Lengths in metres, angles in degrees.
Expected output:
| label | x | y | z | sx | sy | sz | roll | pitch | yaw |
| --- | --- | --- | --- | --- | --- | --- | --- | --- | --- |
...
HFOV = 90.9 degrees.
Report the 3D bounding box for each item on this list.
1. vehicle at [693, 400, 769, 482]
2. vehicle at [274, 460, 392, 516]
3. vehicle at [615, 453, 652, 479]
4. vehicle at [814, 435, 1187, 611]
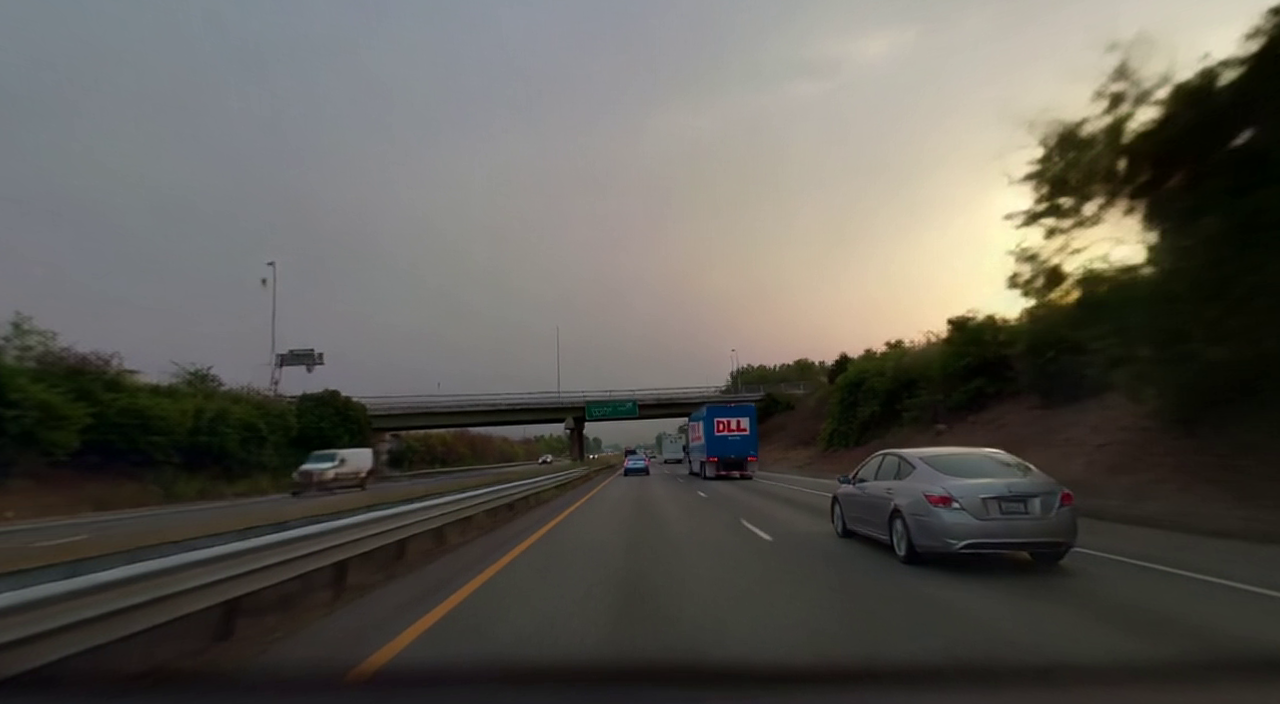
| label | x | y | z | sx | sy | sz | roll | pitch | yaw |
| --- | --- | --- | --- | --- | --- | --- | --- | --- | --- |
| vehicle | 4.797 | 4.959 | 34.894 | 2.838 | 3.985 | 8.010 | 0 | -9 | -1 |
| vehicle | -8.990 | 3.968 | 18.776 | 1.728 | 1.425 | 3.494 | 0 | -9 | 0 |
| vehicle | -0.369 | 6.768 | 37.599 | 2.055 | 1.445 | 3.661 | 0 | -9 | 0 |
| vehicle | 3.637 | 1.777 | 7.468 | 1.894 | 1.452 | 4.164 | 0 | -9 | -1 |
